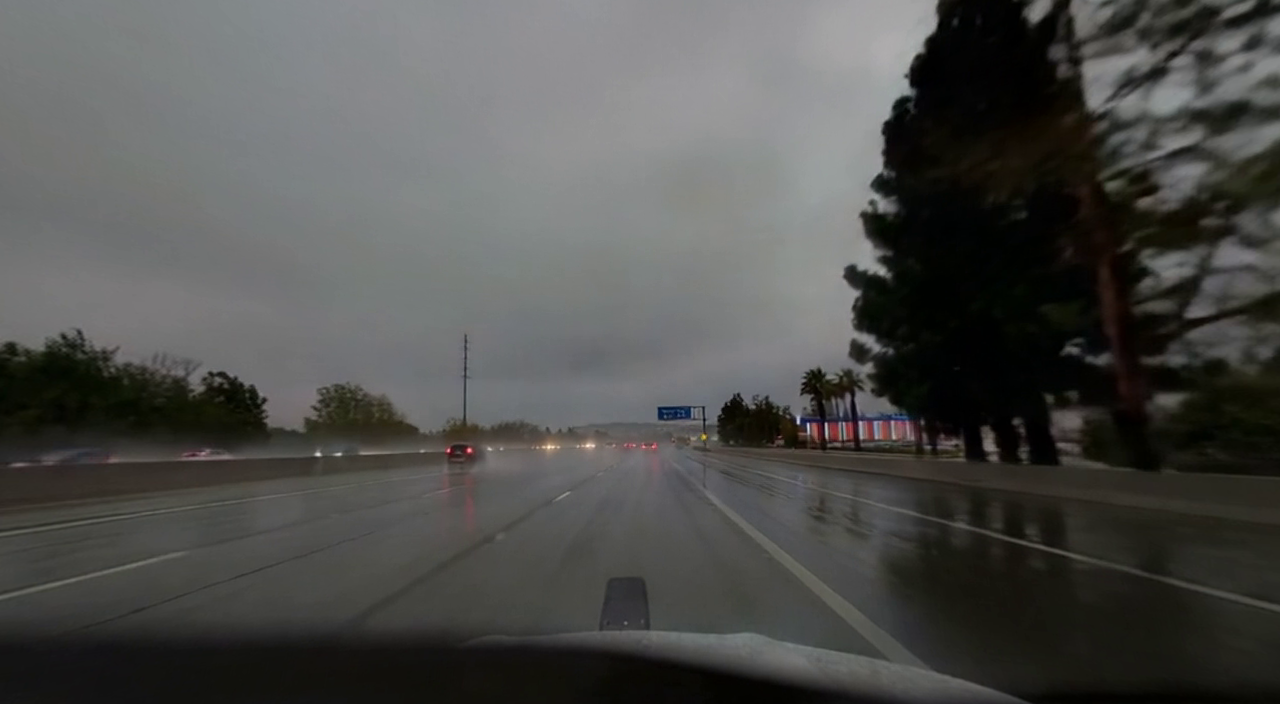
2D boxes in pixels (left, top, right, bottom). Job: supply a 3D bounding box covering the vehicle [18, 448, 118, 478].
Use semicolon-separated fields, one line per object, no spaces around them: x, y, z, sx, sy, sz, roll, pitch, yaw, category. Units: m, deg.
-33.746;6.524;37.385;1.977;1.582;4.243;-1;-8;-1;vehicle
